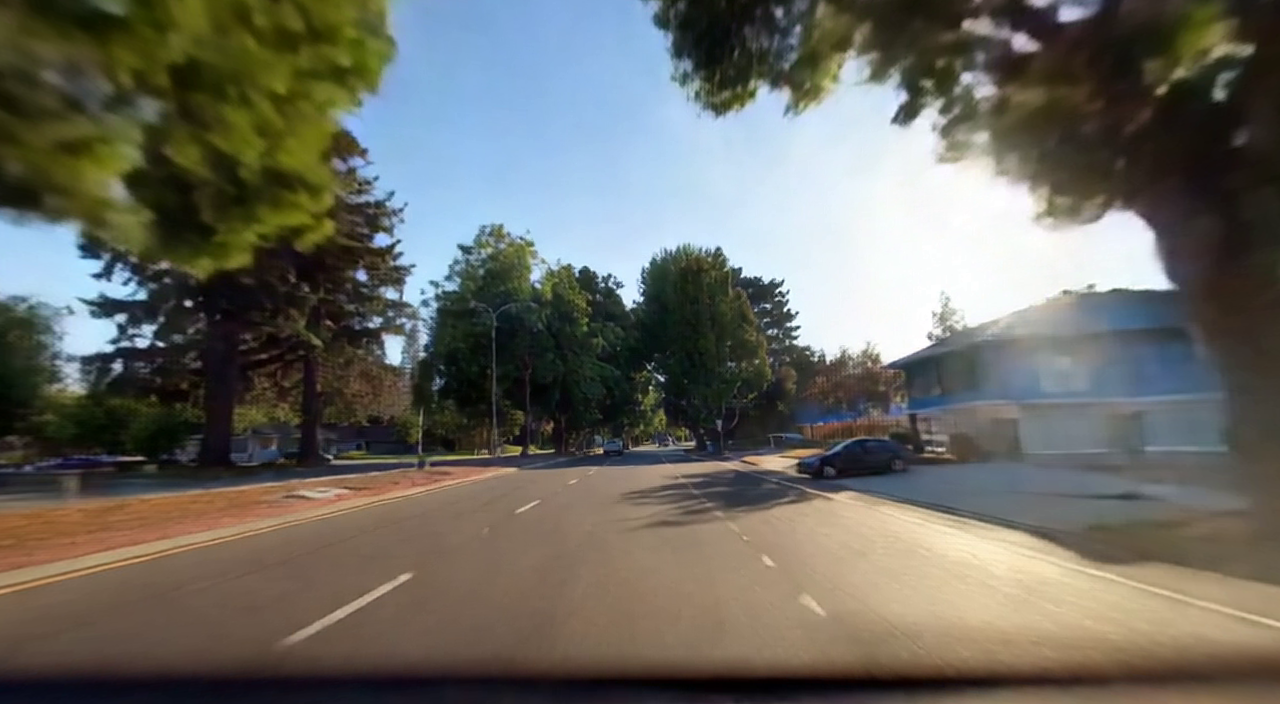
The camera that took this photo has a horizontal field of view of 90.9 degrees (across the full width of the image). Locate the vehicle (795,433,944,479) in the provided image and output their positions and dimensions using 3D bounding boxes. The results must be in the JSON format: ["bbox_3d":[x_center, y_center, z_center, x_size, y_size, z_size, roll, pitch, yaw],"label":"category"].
[{"bbox_3d":[7.905,3.634,22.150,4.575,1.514,1.932,-1,-8,9],"label":"vehicle"}]
